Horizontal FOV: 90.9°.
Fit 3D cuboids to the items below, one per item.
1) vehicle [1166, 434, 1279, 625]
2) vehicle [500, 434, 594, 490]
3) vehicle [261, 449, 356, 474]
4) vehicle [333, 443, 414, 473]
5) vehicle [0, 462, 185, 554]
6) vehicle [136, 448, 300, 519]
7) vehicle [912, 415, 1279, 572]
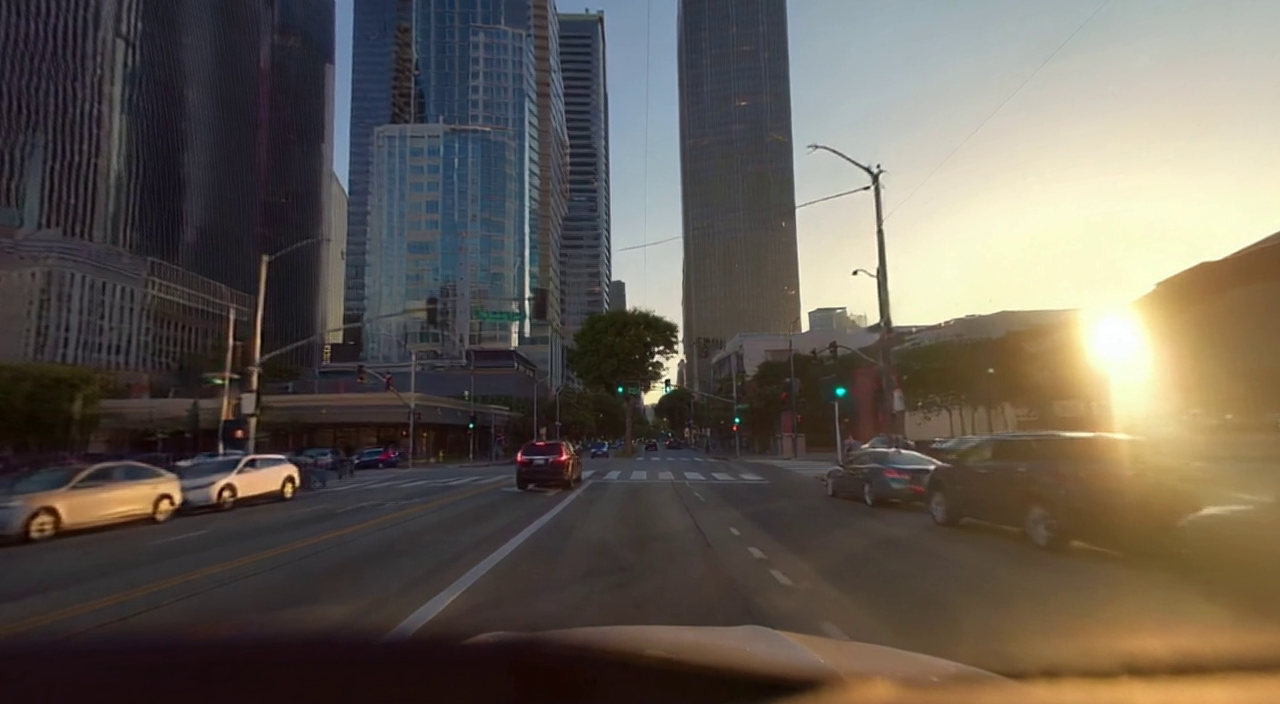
[{"bbox_3d":[5.823,1.198,3.651,1.760,1.471,4.453,0,-8,1],"label":"vehicle"},{"bbox_3d":[-2.666,3.295,19.323,2.014,1.480,4.780,0,-8,2],"label":"vehicle"},{"bbox_3d":[-21.128,7.004,40.330,4.791,1.506,2.244,0,-8,0],"label":"vehicle"},{"bbox_3d":[-20.890,8.303,49.559,5.283,1.959,2.453,-3,-8,0],"label":"vehicle"},{"bbox_3d":[-12.280,3.174,13.486,1.808,1.475,4.550,0,-8,-2],"label":"vehicle"},{"bbox_3d":[-12.185,3.754,18.638,1.890,1.781,4.331,0,-8,-2],"label":"vehicle"},{"bbox_3d":[6.019,1.880,9.243,1.918,1.674,4.779,0,-8,0],"label":"vehicle"}]
